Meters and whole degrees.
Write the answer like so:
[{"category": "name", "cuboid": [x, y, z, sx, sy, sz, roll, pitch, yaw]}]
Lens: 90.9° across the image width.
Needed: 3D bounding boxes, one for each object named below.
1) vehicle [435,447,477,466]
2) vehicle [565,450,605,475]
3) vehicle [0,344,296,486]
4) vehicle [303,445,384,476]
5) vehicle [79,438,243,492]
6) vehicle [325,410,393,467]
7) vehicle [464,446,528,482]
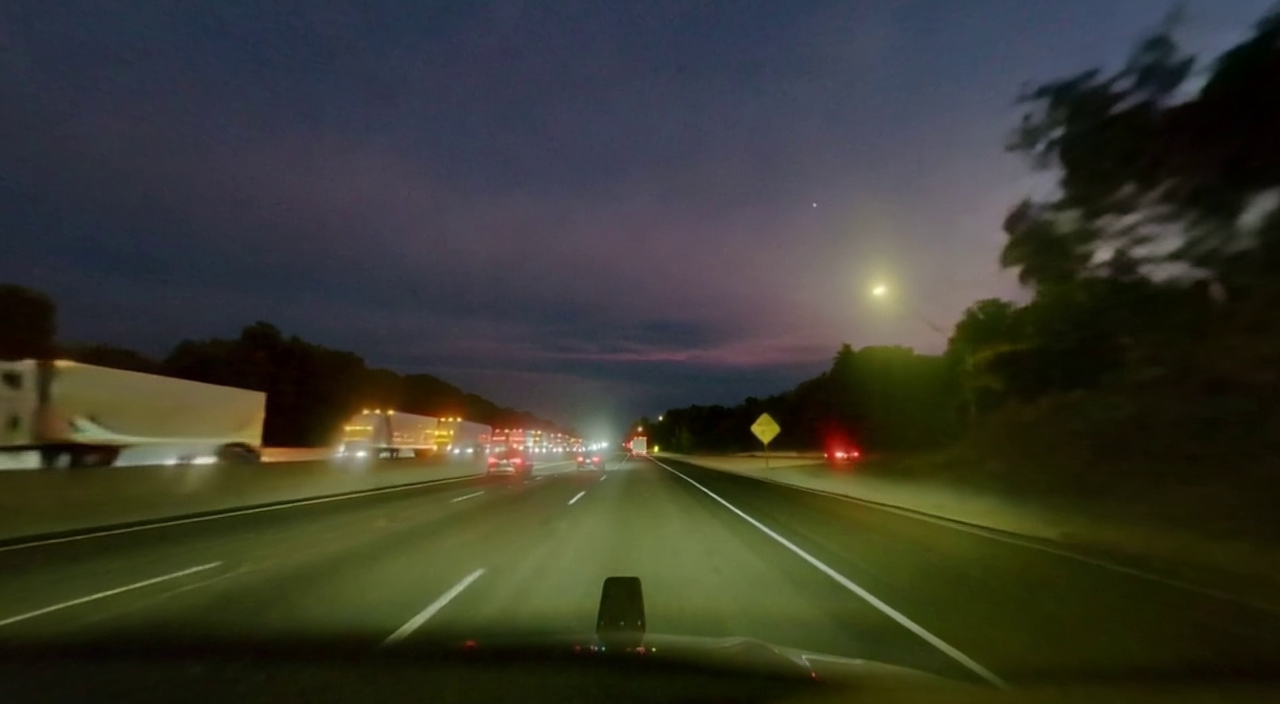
[{"category": "vehicle", "cuboid": [-14.160, 8.058, 48.781, 1.956, 1.433, 4.339, 0, -9, 0]}, {"category": "vehicle", "cuboid": [-3.394, 6.978, 39.891, 2.076, 1.453, 4.094, 0, -9, 1]}, {"category": "vehicle", "cuboid": [-18.840, 2.858, 24.239, 2.825, 3.842, 14.345, 3, -10, 1]}, {"category": "vehicle", "cuboid": [-14.616, 5.351, 31.335, 1.888, 1.426, 4.428, 0, -9, 0]}, {"category": "vehicle", "cuboid": [-14.381, 3.407, 19.266, 1.865, 1.456, 4.034, 0, -9, -1]}, {"category": "vehicle", "cuboid": [-18.983, 5.895, 42.794, 2.954, 3.700, 3.302, 0, -9, 0]}, {"category": "vehicle", "cuboid": [-7.315, 5.736, 32.523, 2.122, 1.685, 4.714, 0, -9, 1]}]
